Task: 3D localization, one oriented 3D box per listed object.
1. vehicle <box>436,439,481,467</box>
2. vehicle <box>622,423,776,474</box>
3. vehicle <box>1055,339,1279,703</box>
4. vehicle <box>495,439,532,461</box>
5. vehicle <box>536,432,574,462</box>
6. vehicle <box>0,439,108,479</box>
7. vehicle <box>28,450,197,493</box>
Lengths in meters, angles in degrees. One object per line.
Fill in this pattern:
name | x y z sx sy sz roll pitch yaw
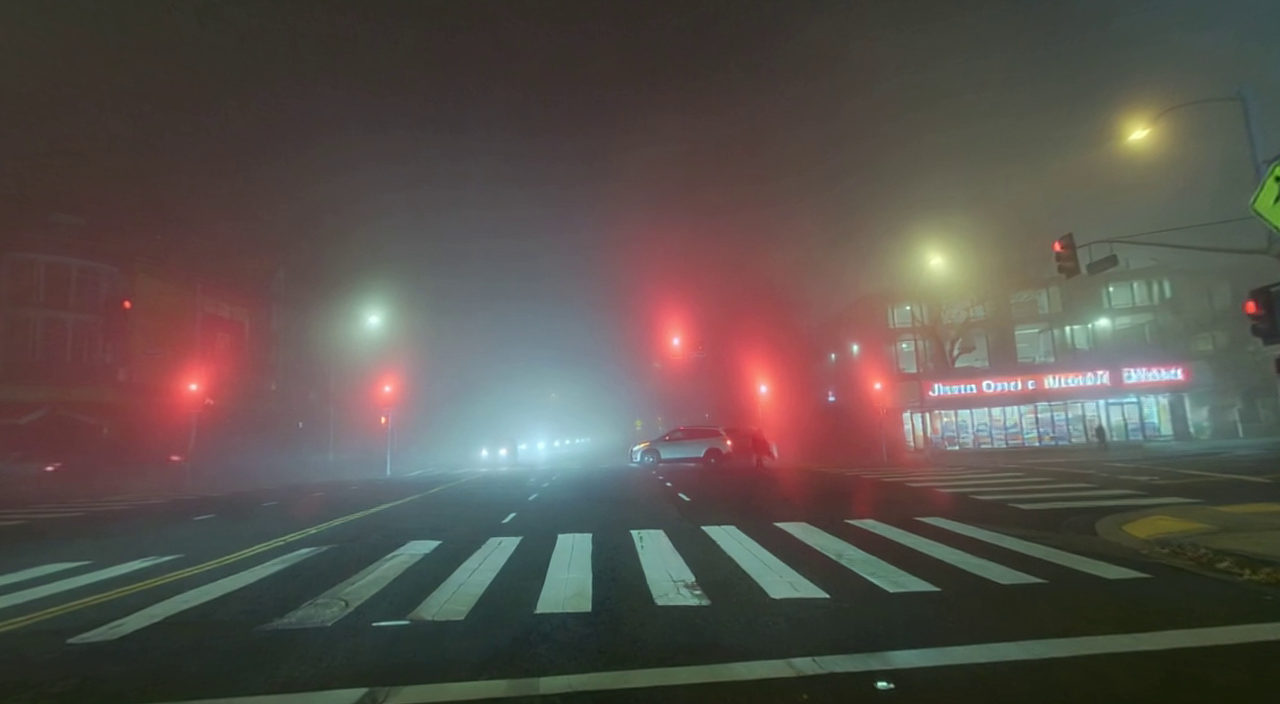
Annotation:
vehicle | -10.890 6.098 38.212 1.885 1.545 4.124 1 -8 -6
vehicle | 1.842 3.107 20.406 4.612 1.521 1.811 1 -9 -10
vehicle | 3.016 0.615 0.875 1.866 1.654 4.354 0 -8 0
vehicle | -8.636 6.726 43.486 1.906 1.402 4.904 0 -8 -5
vehicle | -5.137 5.805 38.651 1.976 1.683 4.117 0 -8 -4
vehicle | -31.535 5.619 33.551 2.205 1.903 5.877 1 -9 -10
vehicle | -19.473 4.400 23.509 4.475 1.458 1.681 1 -9 -8
